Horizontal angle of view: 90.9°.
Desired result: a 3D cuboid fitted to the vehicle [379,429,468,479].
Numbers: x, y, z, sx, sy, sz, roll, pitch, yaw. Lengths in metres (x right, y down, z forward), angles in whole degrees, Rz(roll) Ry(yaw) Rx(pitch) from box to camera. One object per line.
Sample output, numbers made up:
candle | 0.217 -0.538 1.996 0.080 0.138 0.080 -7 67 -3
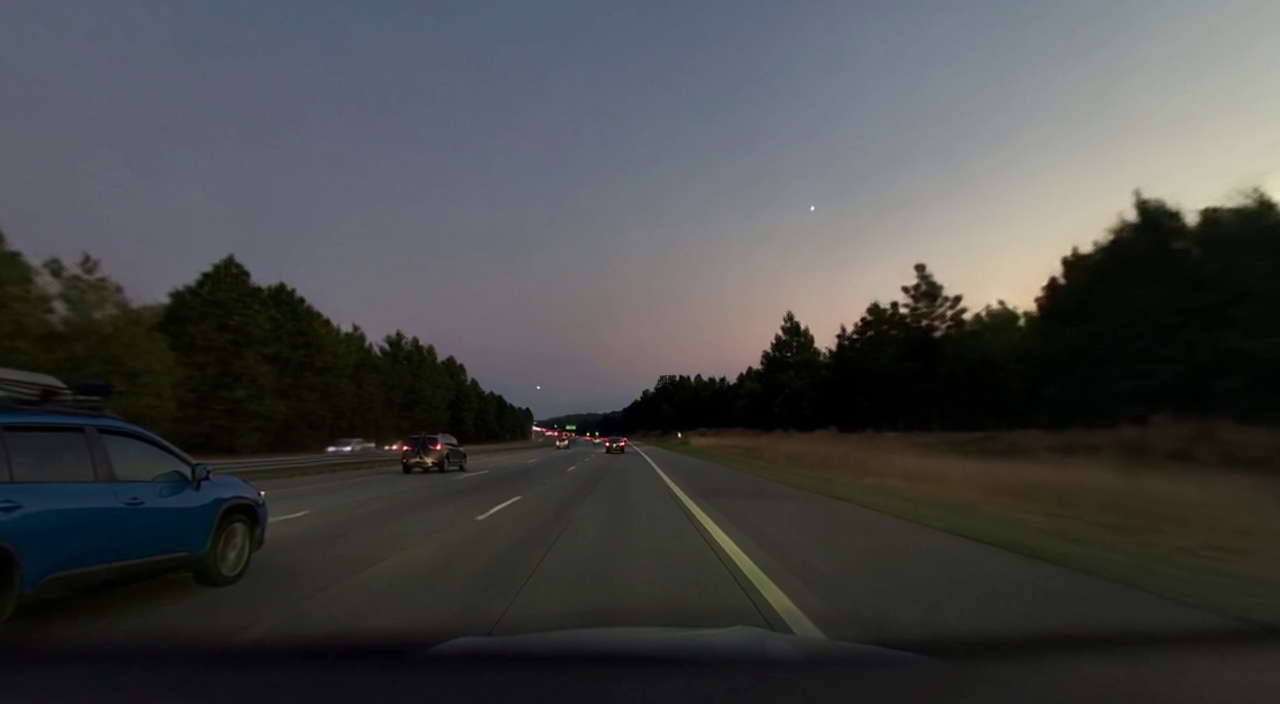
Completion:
vehicle | -8.240 3.897 24.446 1.964 1.745 4.338 0 -8 -1

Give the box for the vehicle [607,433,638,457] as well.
vehicle | -1.240 6.705 45.560 2.178 1.658 3.916 0 -8 -1

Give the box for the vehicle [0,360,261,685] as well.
vehicle | -4.510 0.931 3.428 2.069 1.748 4.652 0 -8 -1
